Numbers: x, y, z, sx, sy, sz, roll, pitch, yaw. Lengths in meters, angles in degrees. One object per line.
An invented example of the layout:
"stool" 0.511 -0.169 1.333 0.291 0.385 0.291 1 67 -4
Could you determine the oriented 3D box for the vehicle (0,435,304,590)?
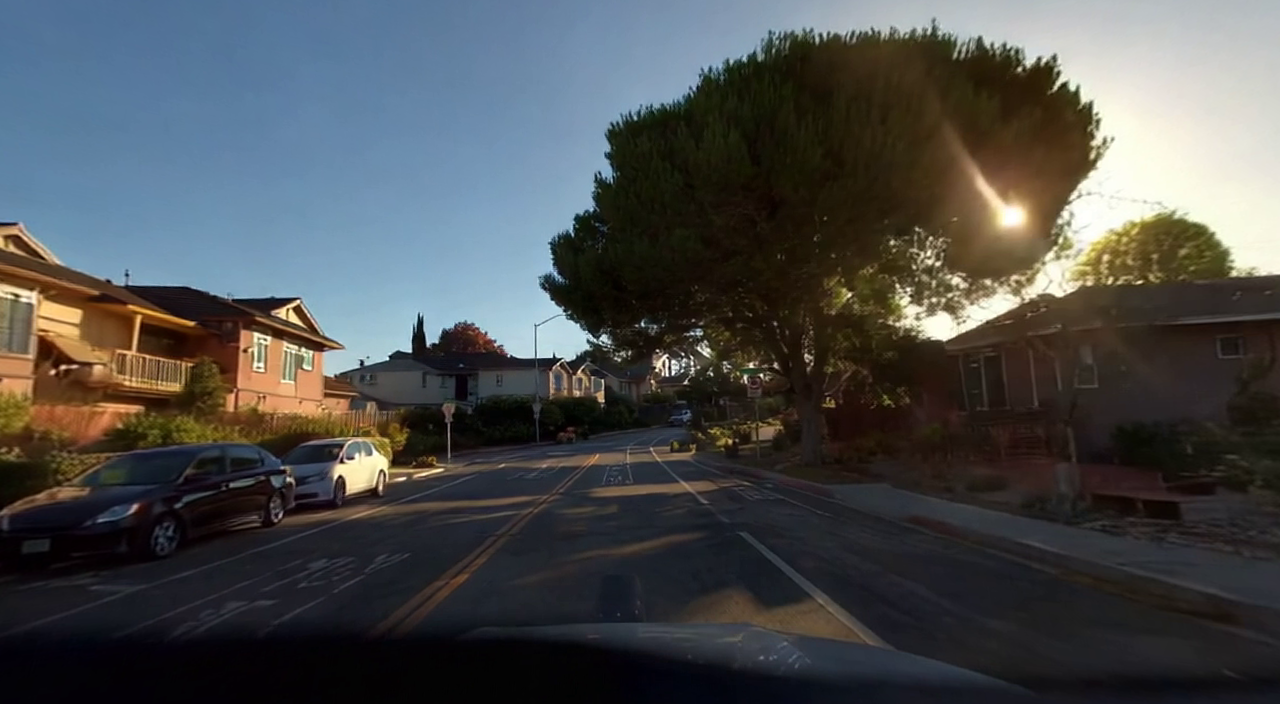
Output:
"vehicle" -6.425 1.889 8.350 1.777 1.554 3.790 0 -8 1
